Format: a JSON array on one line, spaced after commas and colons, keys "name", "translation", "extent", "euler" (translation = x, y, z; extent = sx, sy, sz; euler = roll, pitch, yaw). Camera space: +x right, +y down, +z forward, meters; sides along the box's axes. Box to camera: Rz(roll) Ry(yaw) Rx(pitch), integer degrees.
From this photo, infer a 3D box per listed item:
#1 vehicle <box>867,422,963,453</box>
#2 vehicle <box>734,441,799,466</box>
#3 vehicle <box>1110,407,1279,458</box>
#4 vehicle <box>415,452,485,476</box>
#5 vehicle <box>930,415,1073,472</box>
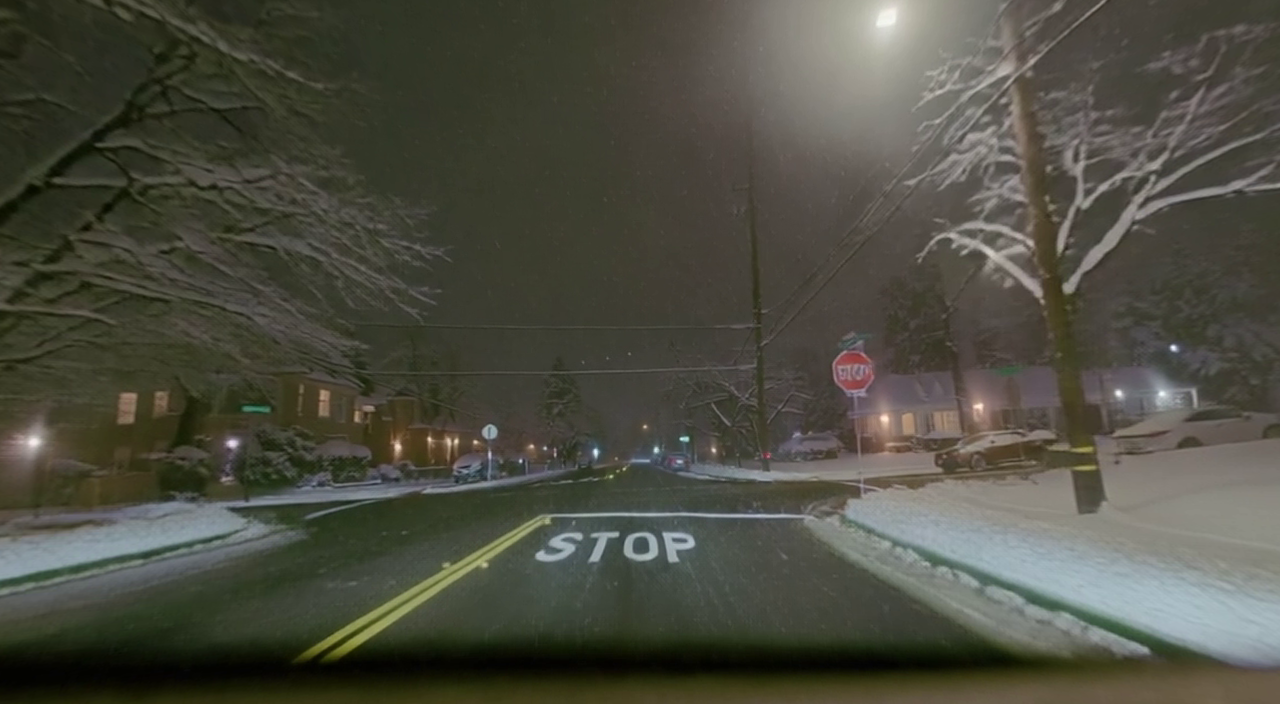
[{"name": "vehicle", "translation": [15.084, 4.750, 34.918], "extent": [1.960, 1.584, 4.669], "euler": [3, -9, -23]}, {"name": "vehicle", "translation": [9.649, 7.768, 48.134], "extent": [4.399, 1.537, 1.859], "euler": [4, -19, -21]}, {"name": "vehicle", "translation": [17.593, 2.557, 20.020], "extent": [4.682, 1.483, 1.917], "euler": [2, -9, -20]}, {"name": "vehicle", "translation": [-12.140, 7.165, 40.505], "extent": [3.937, 1.390, 1.644], "euler": [0, -7, 0]}, {"name": "vehicle", "translation": [15.161, 3.849, 26.597], "extent": [4.788, 1.875, 2.148], "euler": [1, -19, -15]}]
